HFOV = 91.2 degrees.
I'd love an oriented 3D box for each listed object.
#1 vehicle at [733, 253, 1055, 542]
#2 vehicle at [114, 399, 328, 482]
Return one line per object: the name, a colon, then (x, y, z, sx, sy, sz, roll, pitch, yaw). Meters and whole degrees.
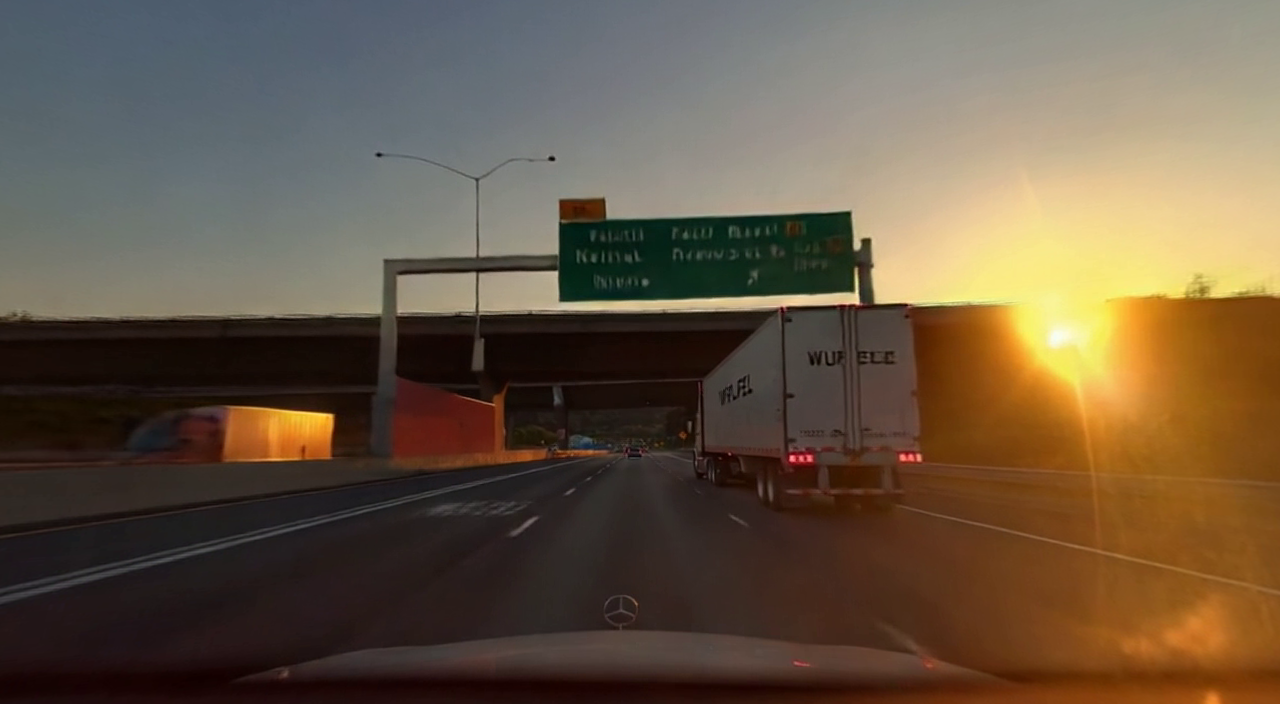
vehicle: (4.097, 1.227, 12.970, 2.869, 4.013, 8.610, 0, -9, -1)
vehicle: (-23.200, 5.238, 36.488, 2.901, 3.874, 13.959, 0, -9, 0)
